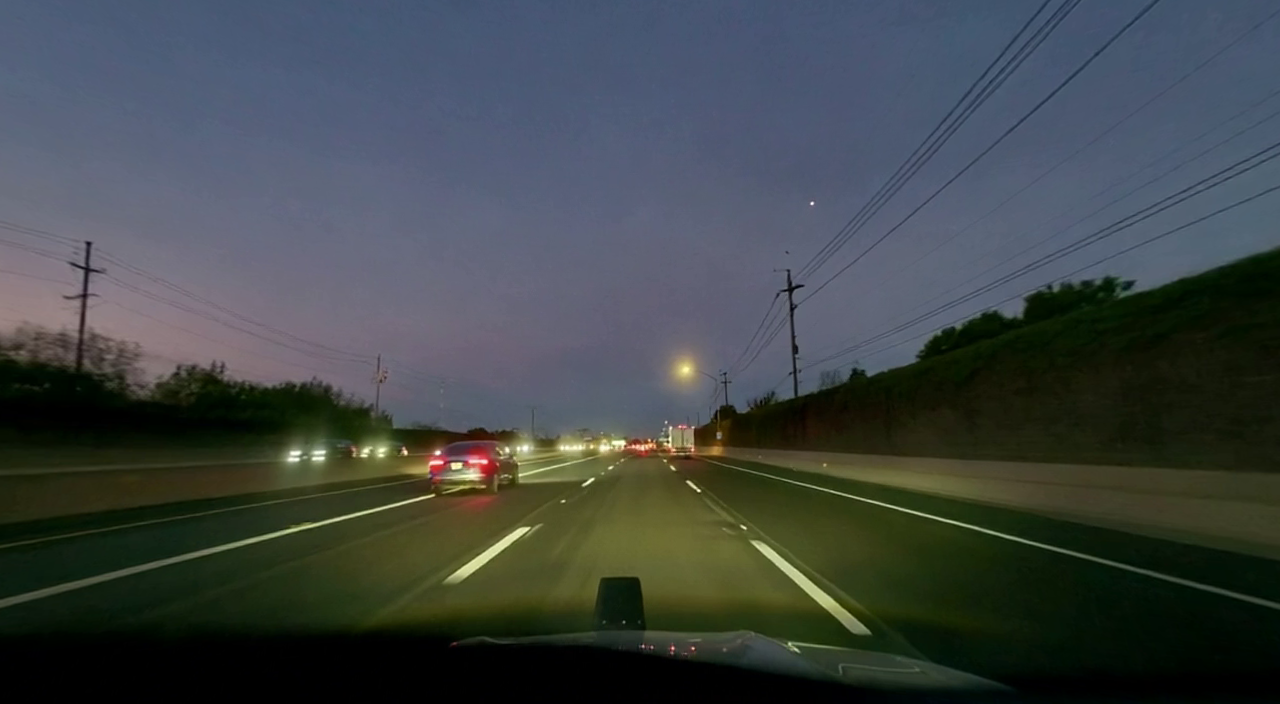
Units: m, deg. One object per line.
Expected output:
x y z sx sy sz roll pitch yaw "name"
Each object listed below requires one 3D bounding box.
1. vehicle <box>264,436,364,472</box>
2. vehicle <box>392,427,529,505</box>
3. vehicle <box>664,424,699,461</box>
-15.701 4.942 30.710 2.226 1.582 4.795 0 -8 1 "vehicle"
-4.204 2.751 15.642 2.064 1.642 4.389 0 -8 1 "vehicle"
3.155 7.097 49.197 2.352 2.698 5.688 0 -8 0 "vehicle"
